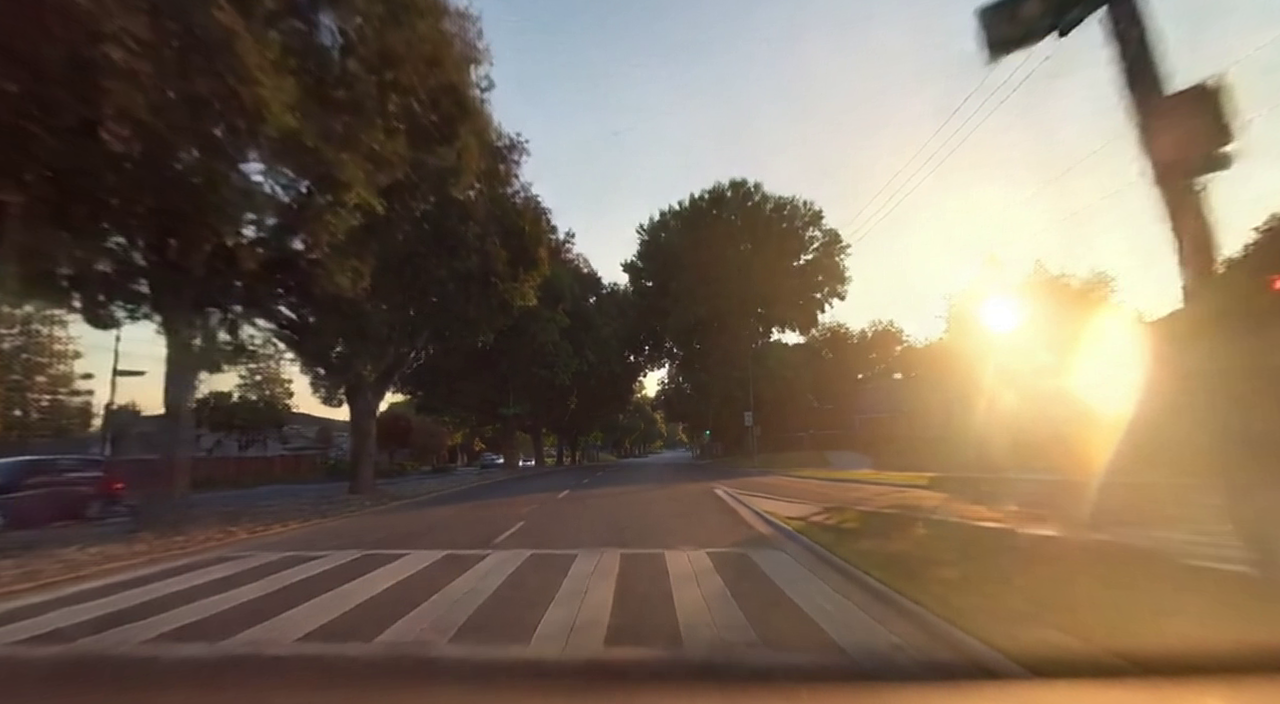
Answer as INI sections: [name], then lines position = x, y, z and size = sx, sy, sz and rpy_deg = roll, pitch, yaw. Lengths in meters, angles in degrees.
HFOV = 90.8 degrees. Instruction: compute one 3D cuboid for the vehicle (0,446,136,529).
[vehicle]
position = -14.905, 3.083, 14.648
size = 2.106, 1.782, 4.974
rpy_deg = -1, -8, 4
